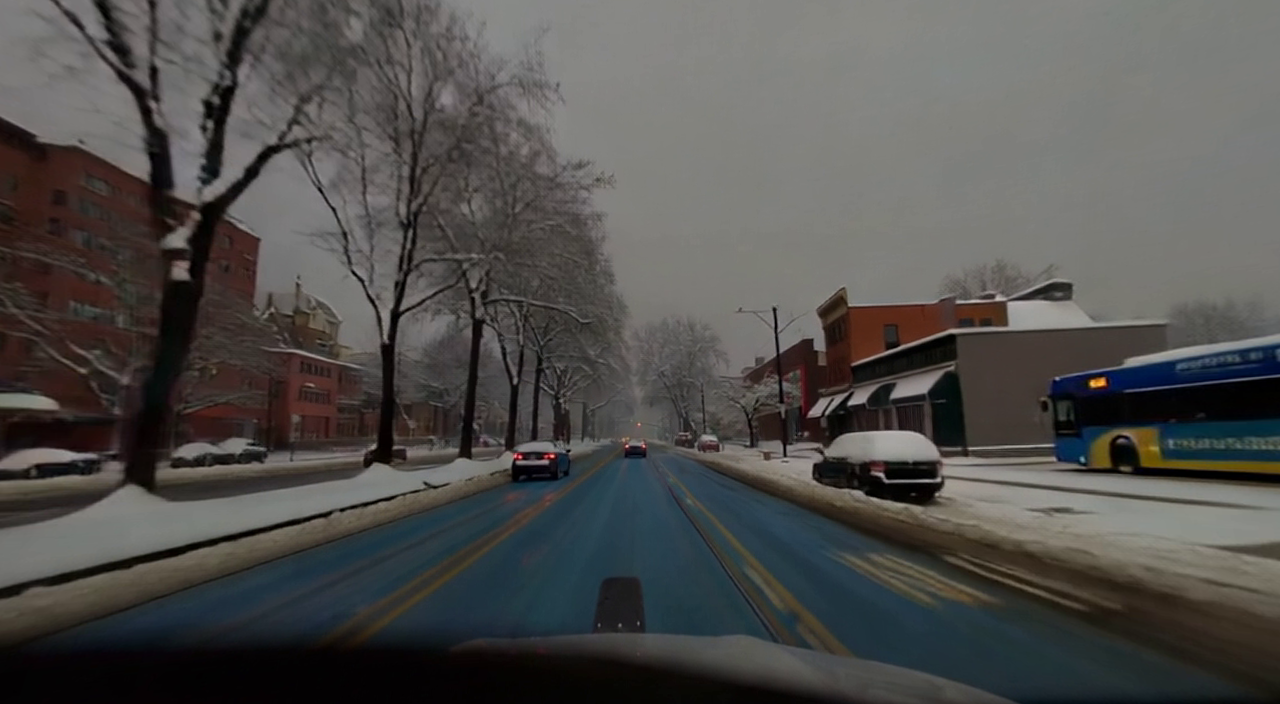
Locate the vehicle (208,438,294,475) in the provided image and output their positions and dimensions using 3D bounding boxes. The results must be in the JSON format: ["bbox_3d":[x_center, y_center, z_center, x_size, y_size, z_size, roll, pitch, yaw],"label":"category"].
[{"bbox_3d":[-21.862,5.882,35.793,1.947,1.857,4.851,-1,-9,-3],"label":"vehicle"}]

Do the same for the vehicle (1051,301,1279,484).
[{"bbox_3d":[17.734,1.001,16.176,3.225,4.571,16.558,-3,-8,0],"label":"vehicle"}]

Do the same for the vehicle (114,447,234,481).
[{"bbox_3d":[-22.176,5.319,30.369,2.137,1.493,4.852,0,-8,-1],"label":"vehicle"}]

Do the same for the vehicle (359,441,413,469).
[{"bbox_3d":[-15.454,6.257,38.665,1.806,1.590,4.151,0,-8,-3],"label":"vehicle"}]

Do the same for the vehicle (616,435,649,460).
[{"bbox_3d":[-0.487,6.202,40.901,1.999,1.520,3.896,0,-8,-1],"label":"vehicle"}]

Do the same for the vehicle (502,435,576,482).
[{"bbox_3d":[-3.504,3.789,22.787,1.934,1.522,4.287,0,-8,1],"label":"vehicle"}]

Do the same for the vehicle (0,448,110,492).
[{"bbox_3d":[-22.100,4.322,23.488,1.655,1.455,3.653,0,-9,-2],"label":"vehicle"}]

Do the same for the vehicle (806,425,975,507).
[{"bbox_3d":[6.366,2.965,17.039,2.206,1.803,5.753,0,-8,0],"label":"vehicle"}]
